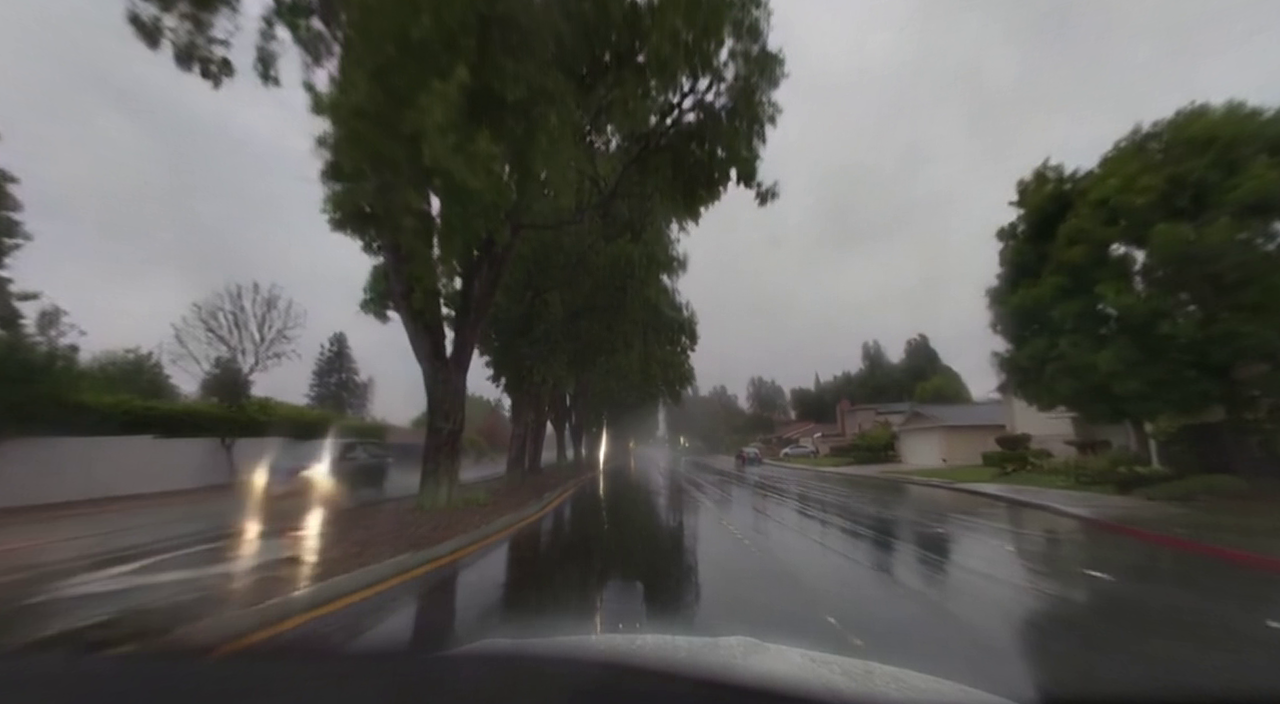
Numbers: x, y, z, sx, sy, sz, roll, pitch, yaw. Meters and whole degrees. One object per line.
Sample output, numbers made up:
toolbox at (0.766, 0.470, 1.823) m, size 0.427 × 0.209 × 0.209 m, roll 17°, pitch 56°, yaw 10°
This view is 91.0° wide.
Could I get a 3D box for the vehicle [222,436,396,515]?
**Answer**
vehicle at (-8.285, 3.104, 16.341) m, size 2.118 × 1.733 × 4.372 m, roll 0°, pitch -9°, yaw 0°
